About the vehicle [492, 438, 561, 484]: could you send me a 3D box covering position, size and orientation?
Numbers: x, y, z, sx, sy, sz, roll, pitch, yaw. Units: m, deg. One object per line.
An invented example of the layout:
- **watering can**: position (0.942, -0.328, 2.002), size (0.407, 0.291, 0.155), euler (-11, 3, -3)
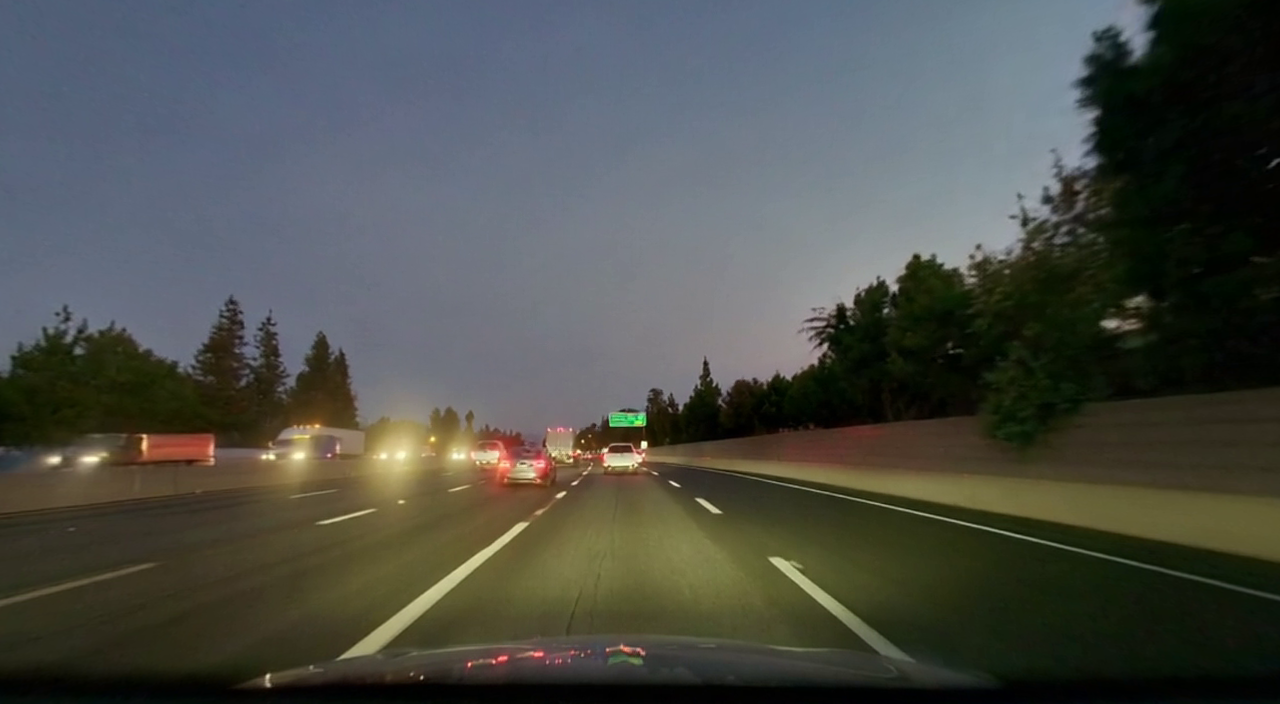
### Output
- **vehicle**: position (-4.338, 4.209, 24.753), size (2.005, 1.631, 4.295), euler (0, -8, -1)

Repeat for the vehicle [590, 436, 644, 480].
- **vehicle**: position (-0.983, 4.409, 26.515), size (2.092, 1.671, 3.772), euler (0, -8, -2)

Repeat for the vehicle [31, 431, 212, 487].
- **vehicle**: position (-16.089, 3.339, 19.964), size (1.973, 1.553, 4.504), euler (0, -8, -2)

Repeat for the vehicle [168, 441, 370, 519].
- **vehicle**: position (-7.975, 2.753, 14.183), size (1.896, 1.465, 4.399), euler (0, -8, -1)

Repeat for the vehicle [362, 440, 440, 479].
- **vehicle**: position (-11.933, 5.381, 31.905), size (2.079, 1.807, 5.187), euler (0, -8, -2)

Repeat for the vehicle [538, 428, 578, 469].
- **vehicle**: position (-5.624, 6.715, 44.134), size (2.279, 2.672, 5.256), euler (0, -8, -2)
